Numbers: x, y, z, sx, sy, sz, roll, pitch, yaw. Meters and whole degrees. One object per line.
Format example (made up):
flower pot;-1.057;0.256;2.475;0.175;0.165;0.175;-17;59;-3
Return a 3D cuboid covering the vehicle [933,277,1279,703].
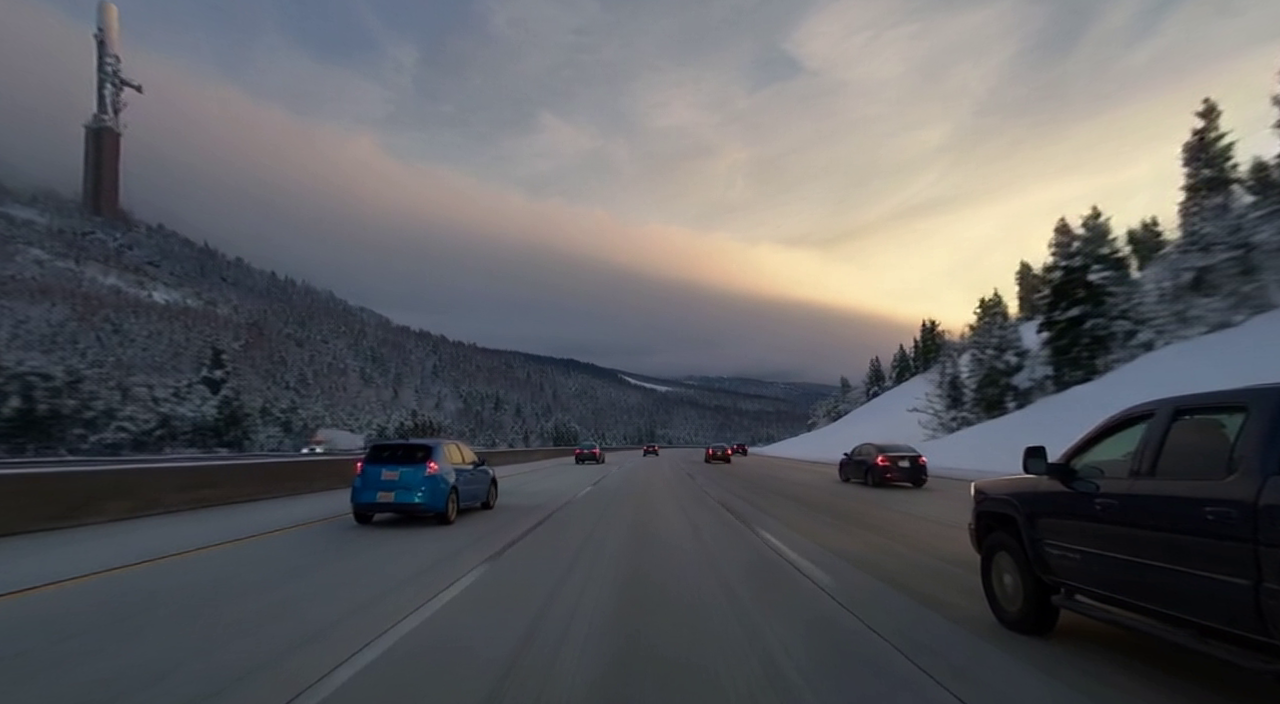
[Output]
vehicle;3.439;0.707;2.482;2.098;1.925;5.171;0;-8;1

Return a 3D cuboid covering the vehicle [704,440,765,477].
vehicle;4.098;4.700;28.143;2.046;1.471;4.333;0;-8;0

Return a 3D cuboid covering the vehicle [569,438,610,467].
vehicle;-3.066;6.186;38.851;2.021;1.679;4.310;-1;-8;2

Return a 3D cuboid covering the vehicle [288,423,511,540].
vehicle;-3.873;2.173;11.233;2.113;1.636;4.494;0;-8;1

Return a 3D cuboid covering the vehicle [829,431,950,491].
vehicle;7.635;3.377;19.871;1.986;1.633;4.430;0;-8;0
